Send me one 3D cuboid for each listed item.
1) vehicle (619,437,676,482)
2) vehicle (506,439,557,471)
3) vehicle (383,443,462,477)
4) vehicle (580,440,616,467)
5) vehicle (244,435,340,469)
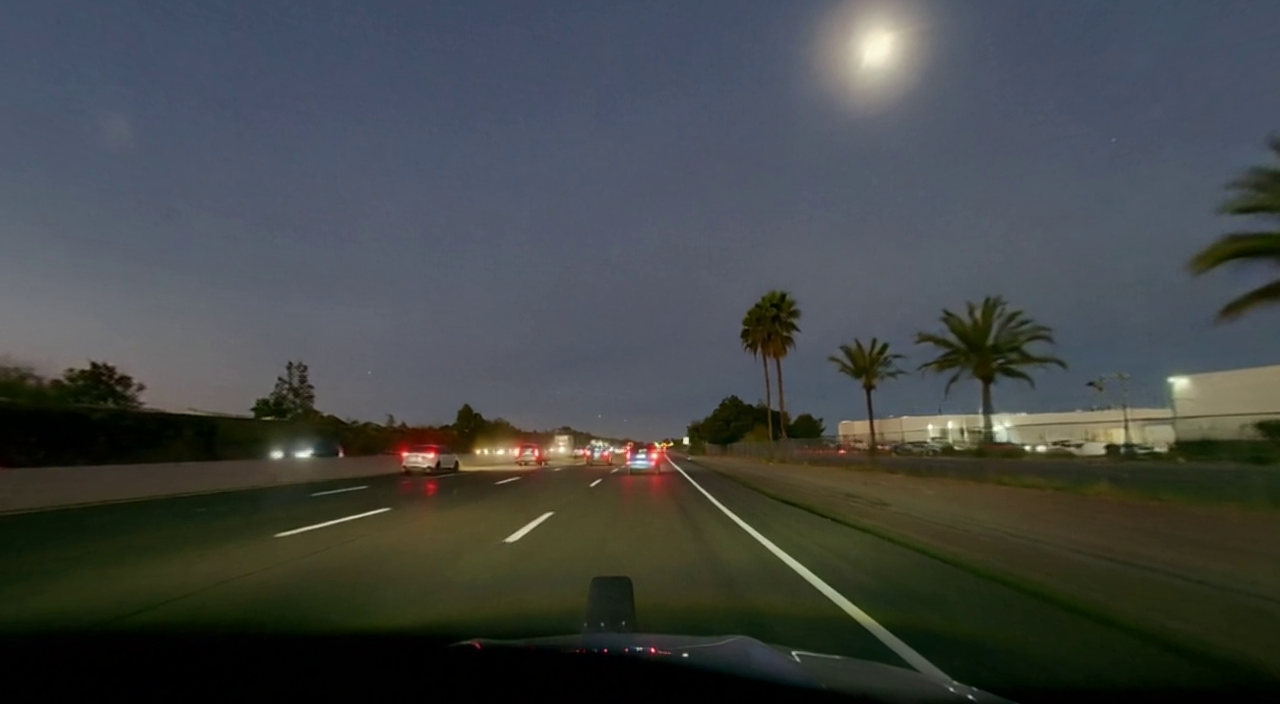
[{"bbox_3d":[0.297,4.352,25.948,2.136,1.678,4.052,0,-8,1],"label":"vehicle"},{"bbox_3d":[-6.452,6.142,37.948,2.105,1.790,4.689,0,-8,2],"label":"vehicle"},{"bbox_3d":[-10.455,5.200,30.758,1.910,1.501,5.004,0,-8,2],"label":"vehicle"},{"bbox_3d":[-2.993,7.337,45.697,2.108,1.832,4.549,0,-8,2],"label":"vehicle"},{"bbox_3d":[-23.772,6.863,43.568,2.684,2.091,6.612,0,-8,2],"label":"vehicle"}]
